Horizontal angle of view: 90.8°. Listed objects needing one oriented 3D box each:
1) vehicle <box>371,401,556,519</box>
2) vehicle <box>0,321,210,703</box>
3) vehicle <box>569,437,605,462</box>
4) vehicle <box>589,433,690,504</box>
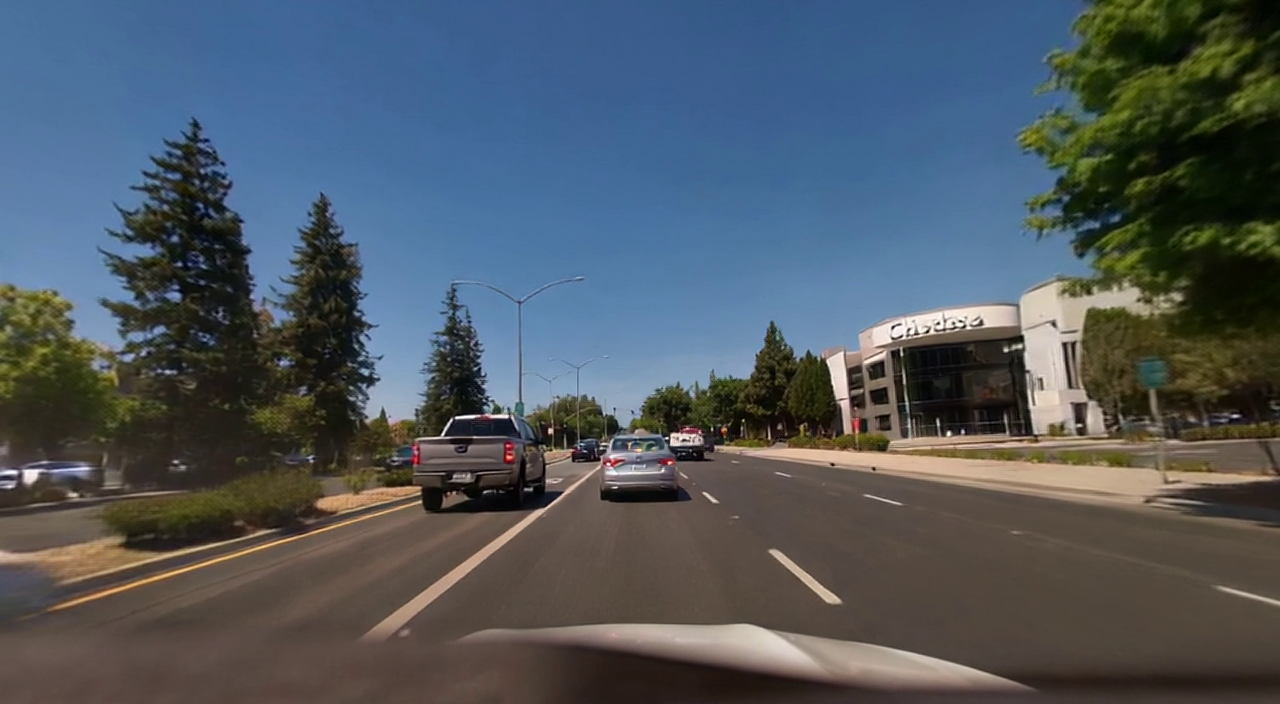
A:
[{"bbox_3d":[-3.366,2.241,13.571,2.301,1.985,5.531,0,-8,1],"label":"vehicle"},{"bbox_3d":[-3.329,0.618,1.223,2.046,1.751,4.208,0,-8,-1],"label":"vehicle"},{"bbox_3d":[-3.601,6.747,43.799,2.147,1.590,4.209,0,-8,0],"label":"vehicle"},{"bbox_3d":[-0.072,2.758,15.374,2.126,1.475,3.967,0,-8,-2],"label":"vehicle"}]
